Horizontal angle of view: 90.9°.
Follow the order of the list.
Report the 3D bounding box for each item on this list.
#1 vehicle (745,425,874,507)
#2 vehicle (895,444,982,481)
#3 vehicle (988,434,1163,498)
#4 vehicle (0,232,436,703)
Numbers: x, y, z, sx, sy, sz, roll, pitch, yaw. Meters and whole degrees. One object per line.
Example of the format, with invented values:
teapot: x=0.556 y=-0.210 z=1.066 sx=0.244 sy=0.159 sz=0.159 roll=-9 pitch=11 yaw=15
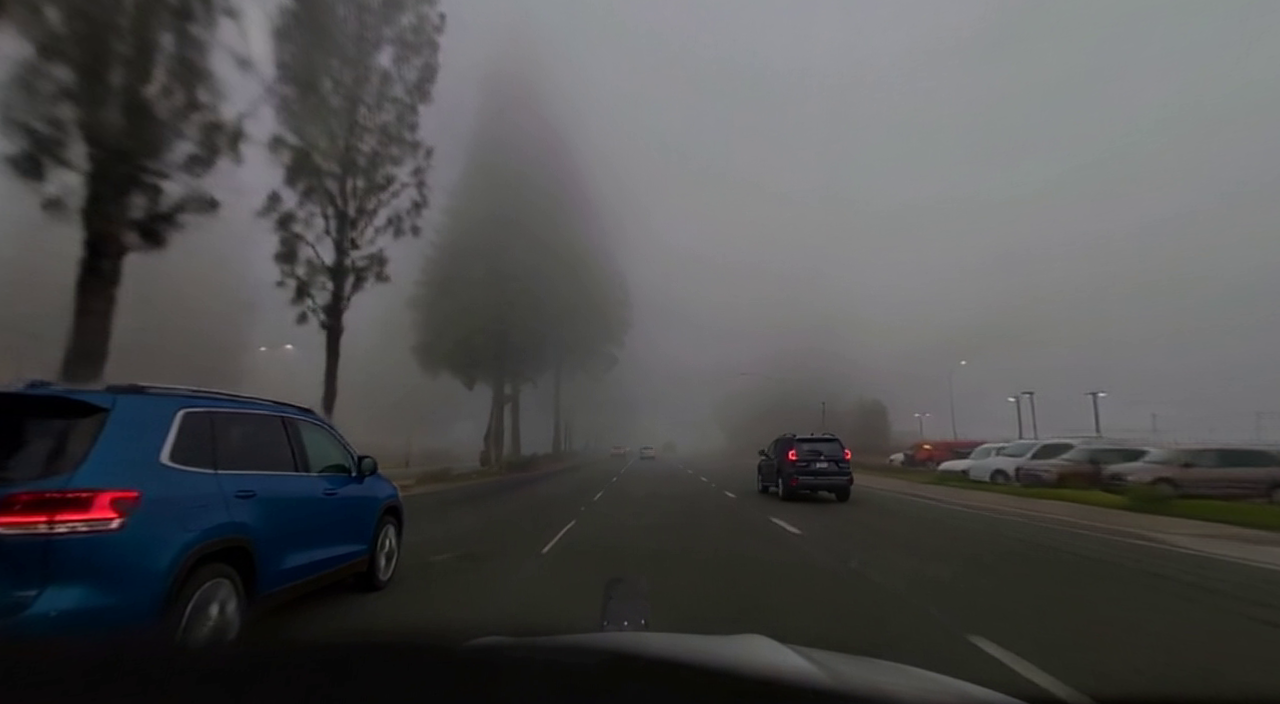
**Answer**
vehicle: x=4.110 y=2.852 z=16.168 sx=2.024 sy=1.773 sz=4.431 roll=0 pitch=-9 yaw=-1
vehicle: x=13.770 y=5.080 z=29.404 sx=1.845 sy=1.497 sz=4.709 roll=-2 pitch=-8 yaw=2
vehicle: x=12.348 y=3.245 z=18.268 sx=1.781 sy=1.615 sz=4.095 roll=1 pitch=-9 yaw=-7
vehicle: x=-3.183 y=0.854 z=3.885 sx=2.210 sy=1.925 sz=4.838 roll=0 pitch=-9 yaw=0
